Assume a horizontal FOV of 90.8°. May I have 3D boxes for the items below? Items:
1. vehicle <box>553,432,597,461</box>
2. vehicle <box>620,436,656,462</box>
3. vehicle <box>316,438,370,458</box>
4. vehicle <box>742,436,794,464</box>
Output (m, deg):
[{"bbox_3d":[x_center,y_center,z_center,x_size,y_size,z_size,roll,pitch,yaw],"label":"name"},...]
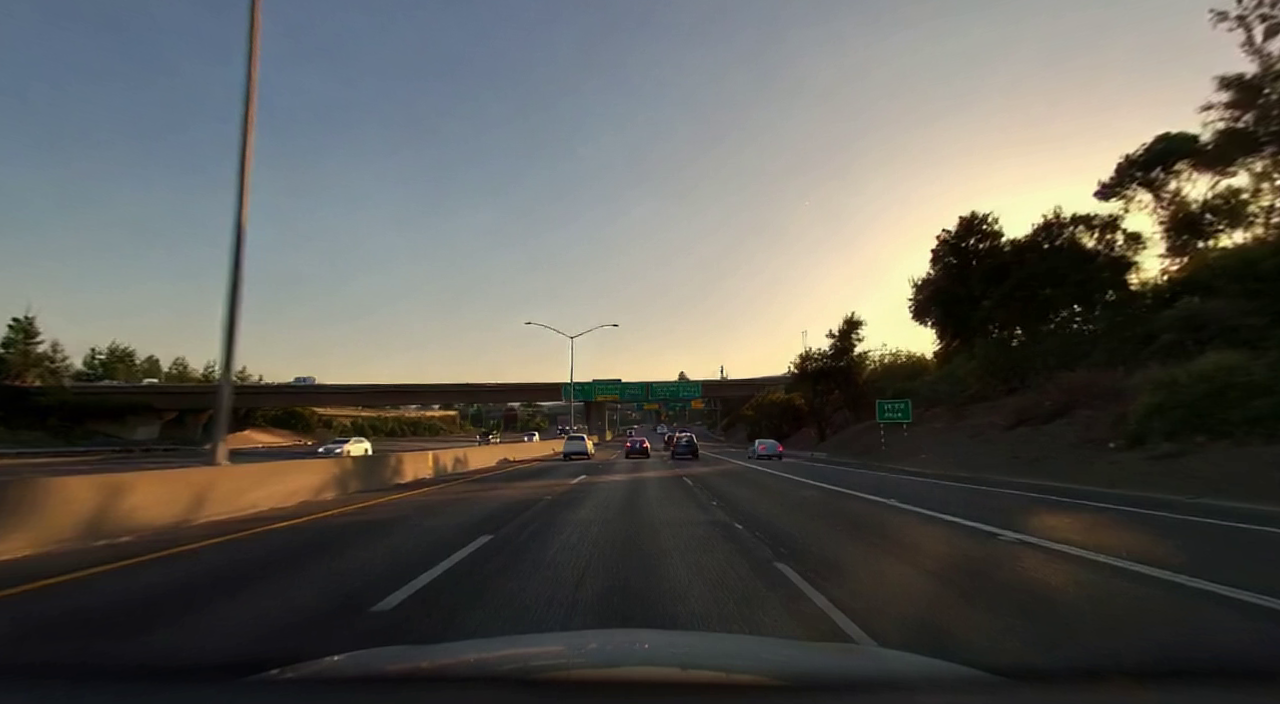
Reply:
[{"bbox_3d":[-3.902,5.836,38.860,2.123,1.661,4.601,0,-8,1],"label":"vehicle"},{"bbox_3d":[-0.134,5.731,37.298,1.985,1.457,4.227,0,-8,0],"label":"vehicle"},{"bbox_3d":[-22.937,7.458,48.989,1.970,1.465,4.722,0,-9,0],"label":"vehicle"},{"bbox_3d":[7.281,5.639,36.437,1.935,1.478,4.433,0,-9,-1],"label":"vehicle"}]
